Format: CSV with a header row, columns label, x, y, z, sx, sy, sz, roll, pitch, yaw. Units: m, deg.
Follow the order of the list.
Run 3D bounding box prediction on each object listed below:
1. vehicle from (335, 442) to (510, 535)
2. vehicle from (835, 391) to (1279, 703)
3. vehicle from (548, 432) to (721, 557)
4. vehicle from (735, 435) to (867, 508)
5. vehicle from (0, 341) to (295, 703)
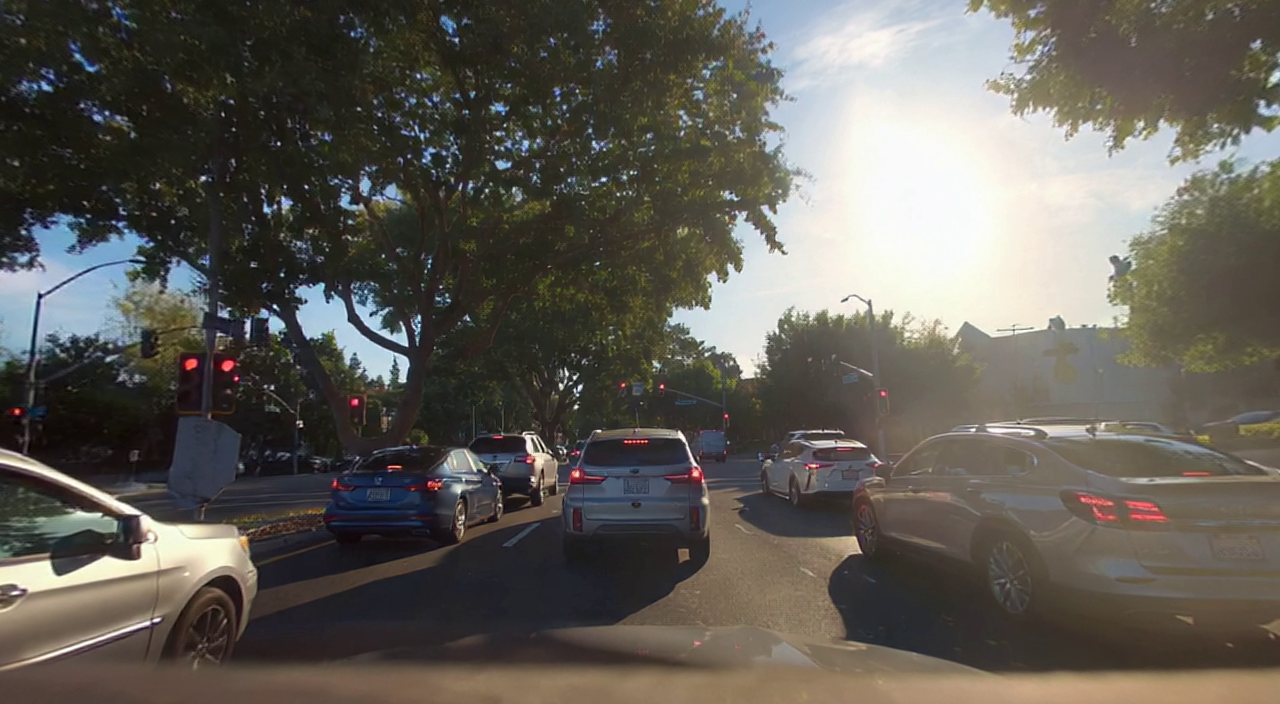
label,x,y,z,sx,sy,sz,roll,pitch,yaw
vehicle,-3.929,2.508,12.332,1.919,1.459,4.371,0,-8,-1
vehicle,3.386,1.309,5.427,1.933,1.564,4.600,0,-8,0
vehicle,-0.077,2.002,9.601,2.061,1.470,3.970,0,-8,0
vehicle,3.646,2.779,15.243,1.922,1.472,4.440,0,-8,-1
vehicle,-3.660,0.839,2.542,2.047,1.764,4.369,0,-8,0
